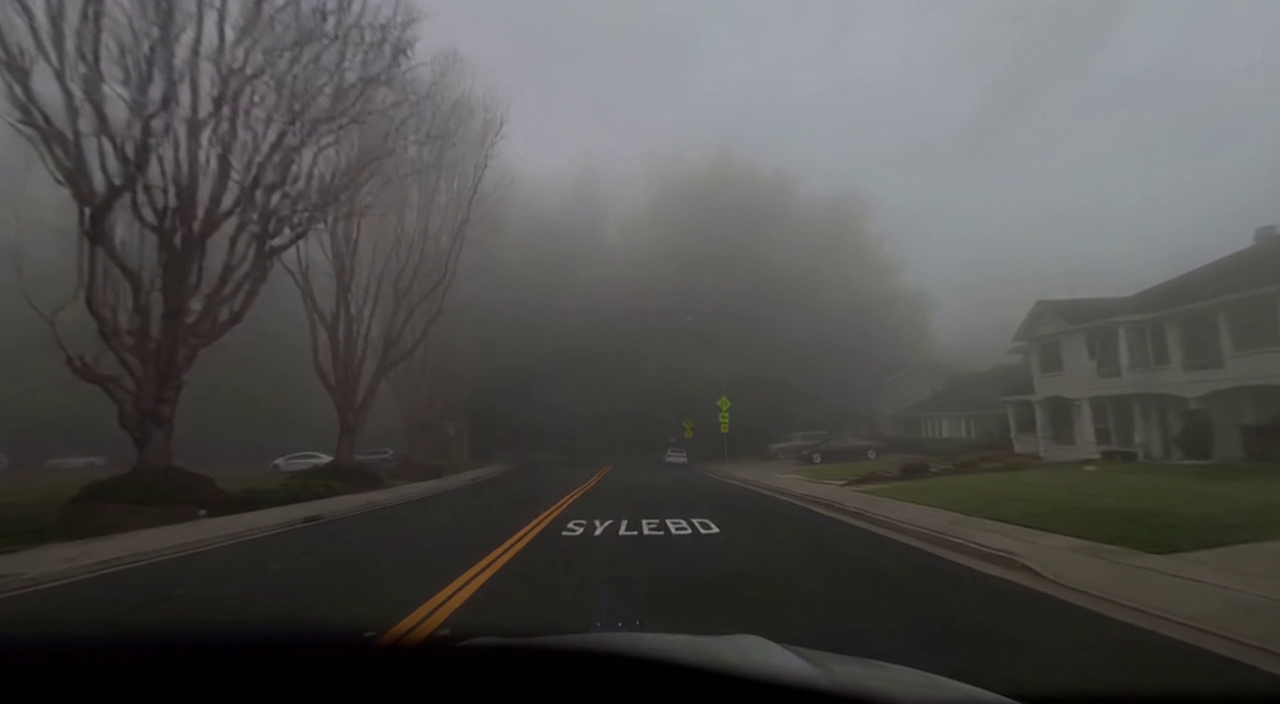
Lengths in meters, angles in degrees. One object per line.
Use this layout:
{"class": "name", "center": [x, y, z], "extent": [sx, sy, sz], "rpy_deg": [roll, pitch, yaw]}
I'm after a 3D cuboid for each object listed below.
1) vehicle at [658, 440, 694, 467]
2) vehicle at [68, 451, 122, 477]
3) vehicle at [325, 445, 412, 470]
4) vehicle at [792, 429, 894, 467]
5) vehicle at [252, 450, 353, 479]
{"class": "vehicle", "center": [2.677, 7.685, 48.105], "extent": [2.221, 1.892, 5.555], "rpy_deg": [0, -9, -2]}
{"class": "vehicle", "center": [-36.545, 7.476, 42.345], "extent": [4.177, 1.621, 1.965], "rpy_deg": [-7, -11, 40]}
{"class": "vehicle", "center": [-19.963, 7.736, 46.648], "extent": [2.059, 1.746, 5.388], "rpy_deg": [-8, -12, 42]}
{"class": "vehicle", "center": [10.917, 5.192, 34.172], "extent": [4.750, 1.658, 1.902], "rpy_deg": [-4, -9, 0]}
{"class": "vehicle", "center": [-19.326, 6.404, 36.324], "extent": [4.691, 1.483, 1.955], "rpy_deg": [8, -12, -44]}
